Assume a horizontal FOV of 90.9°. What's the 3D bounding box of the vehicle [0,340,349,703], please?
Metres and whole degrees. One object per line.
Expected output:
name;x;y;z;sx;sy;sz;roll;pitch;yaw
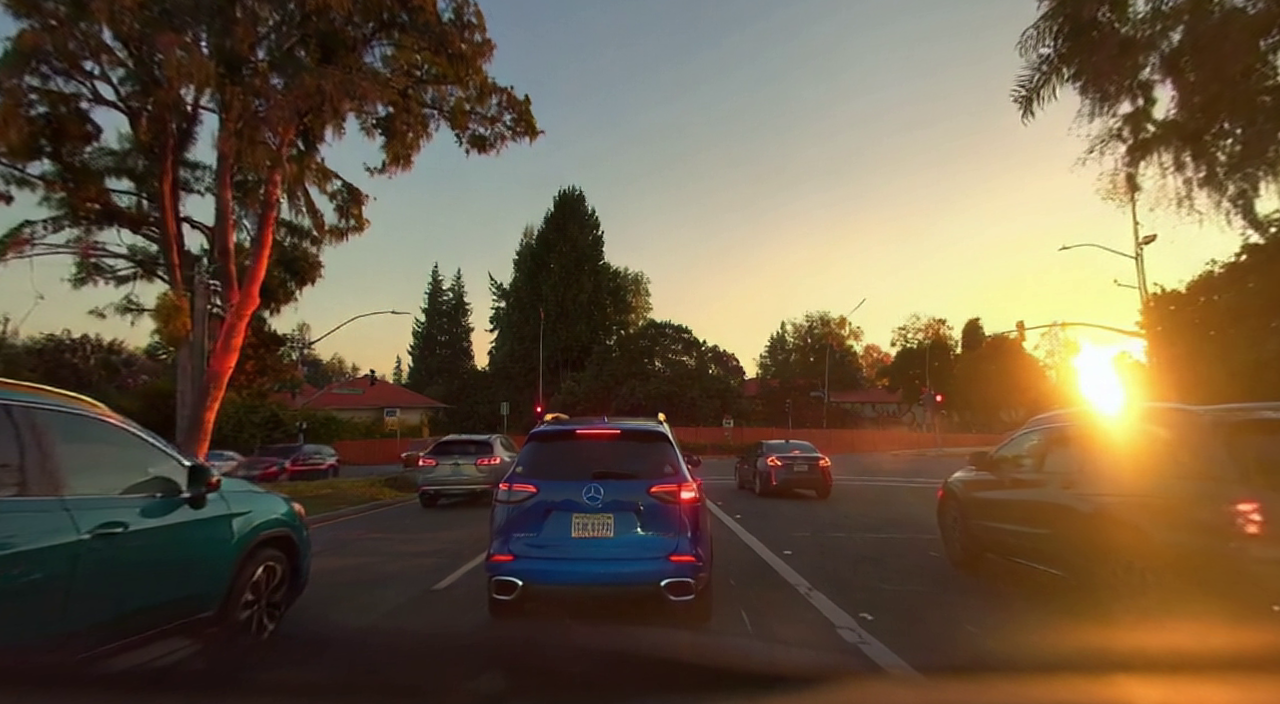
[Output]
vehicle;-3.466;0.908;2.906;2.047;1.741;4.470;0;-8;1

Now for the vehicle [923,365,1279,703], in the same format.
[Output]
vehicle;4.242;1.250;5.196;2.014;1.740;4.515;-1;-8;5

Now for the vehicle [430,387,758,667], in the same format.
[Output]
vehicle;-0.208;1.375;6.008;2.022;1.700;4.084;0;-9;2

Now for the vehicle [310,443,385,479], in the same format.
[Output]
vehicle;-15.401;5.730;33.462;1.949;1.744;4.109;0;-8;1

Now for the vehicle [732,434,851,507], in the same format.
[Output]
vehicle;3.545;2.835;15.548;1.847;1.554;3.885;0;-8;-2
